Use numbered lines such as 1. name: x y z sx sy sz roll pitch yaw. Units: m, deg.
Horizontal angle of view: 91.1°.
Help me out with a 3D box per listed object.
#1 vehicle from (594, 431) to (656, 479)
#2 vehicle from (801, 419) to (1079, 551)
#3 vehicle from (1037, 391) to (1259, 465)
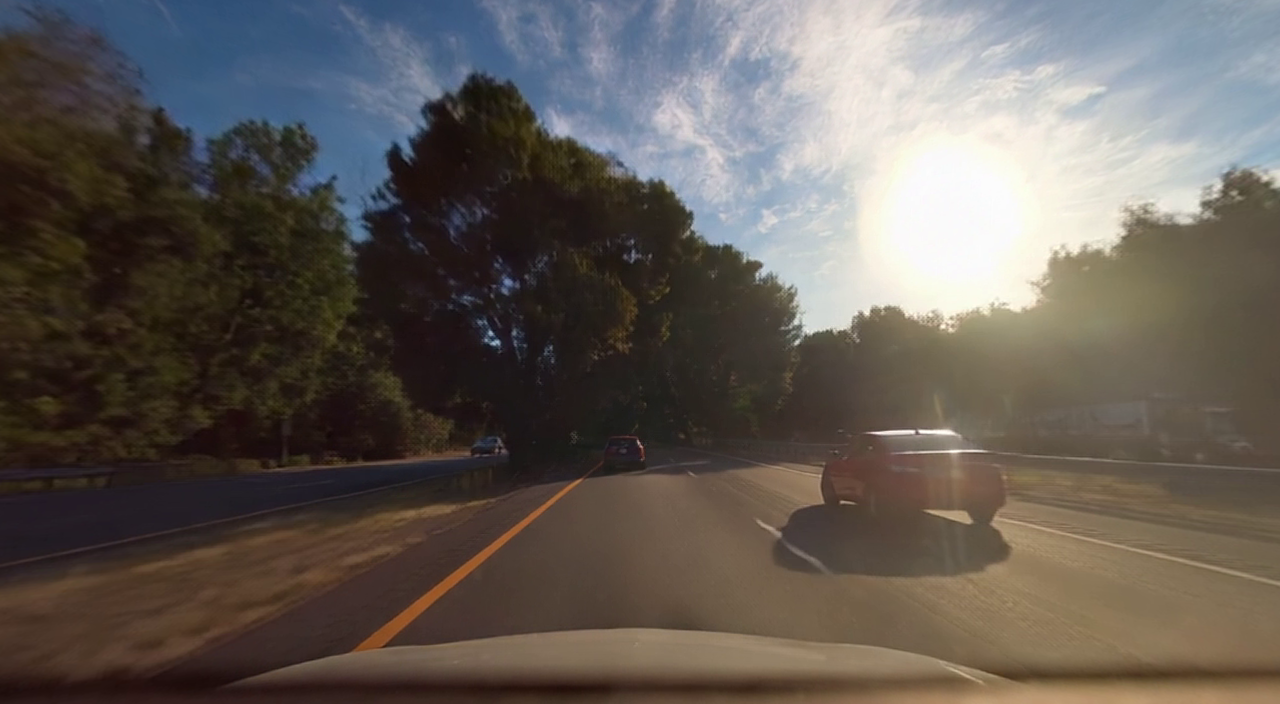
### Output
1. vehicle: -0.478 3.454 21.394 1.897 1.479 3.724 0 -8 0
2. vehicle: 4.060 1.838 9.527 2.010 1.508 4.285 0 -8 -2
3. vehicle: 33.585 5.260 43.274 2.846 4.056 15.175 -3 -7 1
